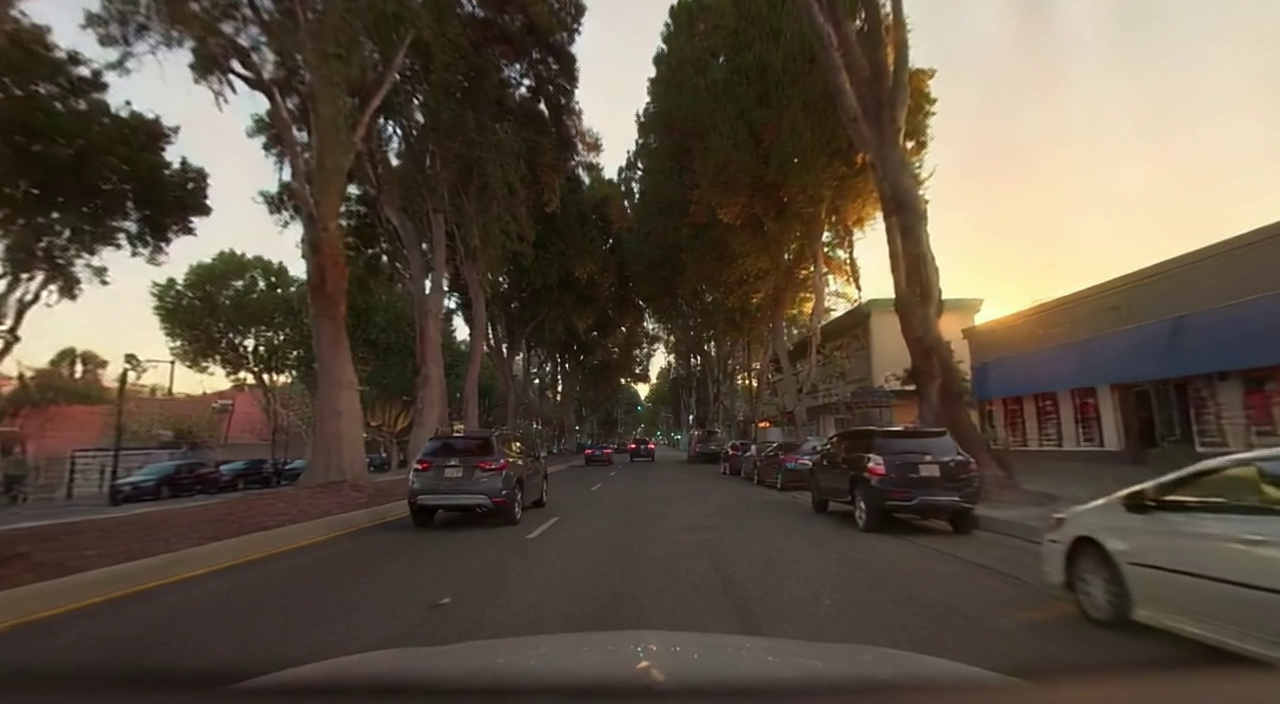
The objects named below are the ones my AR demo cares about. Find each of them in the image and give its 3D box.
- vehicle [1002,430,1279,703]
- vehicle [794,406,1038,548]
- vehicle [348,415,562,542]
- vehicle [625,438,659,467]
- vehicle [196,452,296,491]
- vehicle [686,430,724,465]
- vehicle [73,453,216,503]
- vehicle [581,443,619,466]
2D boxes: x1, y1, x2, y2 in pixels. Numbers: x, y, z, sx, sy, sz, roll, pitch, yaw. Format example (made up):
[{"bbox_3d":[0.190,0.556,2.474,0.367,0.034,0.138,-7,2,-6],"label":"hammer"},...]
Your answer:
[{"bbox_3d":[4.291,1.156,3.298,1.898,1.473,4.709,0,-8,-1],"label":"vehicle"},{"bbox_3d":[4.345,2.056,11.040,2.079,1.910,4.855,0,-9,0],"label":"vehicle"},{"bbox_3d":[-2.811,2.069,10.998,2.186,1.708,4.746,0,-8,1],"label":"vehicle"},{"bbox_3d":[0.174,6.487,40.972,2.075,1.770,4.018,0,-8,1],"label":"vehicle"},{"bbox_3d":[-18.815,5.680,30.391,1.934,1.673,4.250,0,-8,2],"label":"vehicle"},{"bbox_3d":[4.684,7.014,46.247,2.265,2.367,5.235,0,-9,0],"label":"vehicle"},{"bbox_3d":[-18.982,4.797,24.478,1.856,1.674,4.475,0,-8,1],"label":"vehicle"},{"bbox_3d":[-2.717,7.019,43.360,2.151,1.484,4.468,0,-8,2],"label":"vehicle"}]
